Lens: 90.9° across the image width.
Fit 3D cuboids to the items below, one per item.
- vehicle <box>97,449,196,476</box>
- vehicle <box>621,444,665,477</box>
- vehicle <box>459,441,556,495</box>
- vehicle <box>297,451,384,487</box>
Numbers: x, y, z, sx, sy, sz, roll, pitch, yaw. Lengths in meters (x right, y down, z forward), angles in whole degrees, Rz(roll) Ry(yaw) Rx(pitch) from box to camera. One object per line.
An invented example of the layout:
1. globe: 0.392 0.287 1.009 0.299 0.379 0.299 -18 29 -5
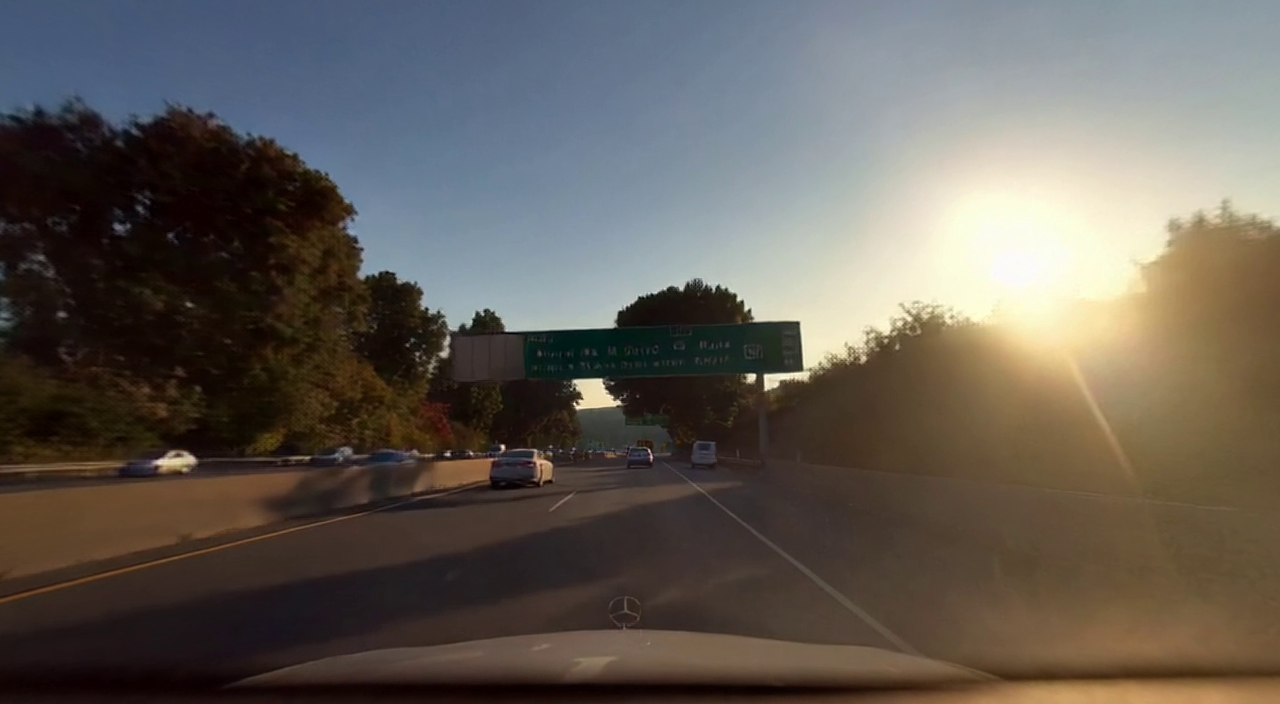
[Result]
1. vehicle: -28.901 6.463 37.106 1.958 1.452 4.787 0 -9 0
2. vehicle: 0.138 5.210 30.478 1.960 1.456 3.818 0 -9 0
3. vehicle: -4.117 3.690 20.399 2.081 1.534 4.543 0 -9 1
4. vehicle: -12.912 5.054 27.467 1.809 1.438 4.005 0 -9 0
